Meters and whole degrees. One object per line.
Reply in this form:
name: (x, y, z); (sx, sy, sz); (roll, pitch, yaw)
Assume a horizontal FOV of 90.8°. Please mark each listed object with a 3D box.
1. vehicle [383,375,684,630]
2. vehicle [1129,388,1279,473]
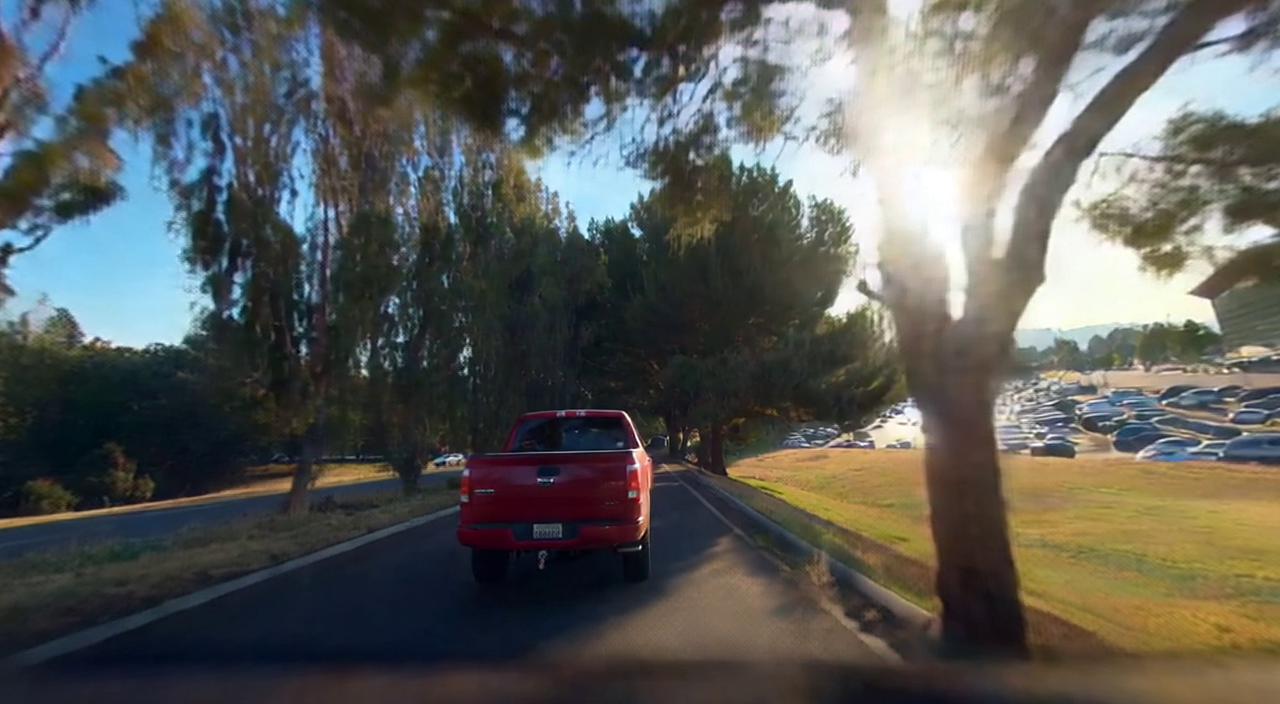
vehicle: (-0.690, 1.444, 7.128); (2.157, 1.816, 5.039); (0, -8, 2)
vehicle: (11.880, 1.418, 11.473); (4.298, 1.392, 1.944); (-1, -8, 2)
